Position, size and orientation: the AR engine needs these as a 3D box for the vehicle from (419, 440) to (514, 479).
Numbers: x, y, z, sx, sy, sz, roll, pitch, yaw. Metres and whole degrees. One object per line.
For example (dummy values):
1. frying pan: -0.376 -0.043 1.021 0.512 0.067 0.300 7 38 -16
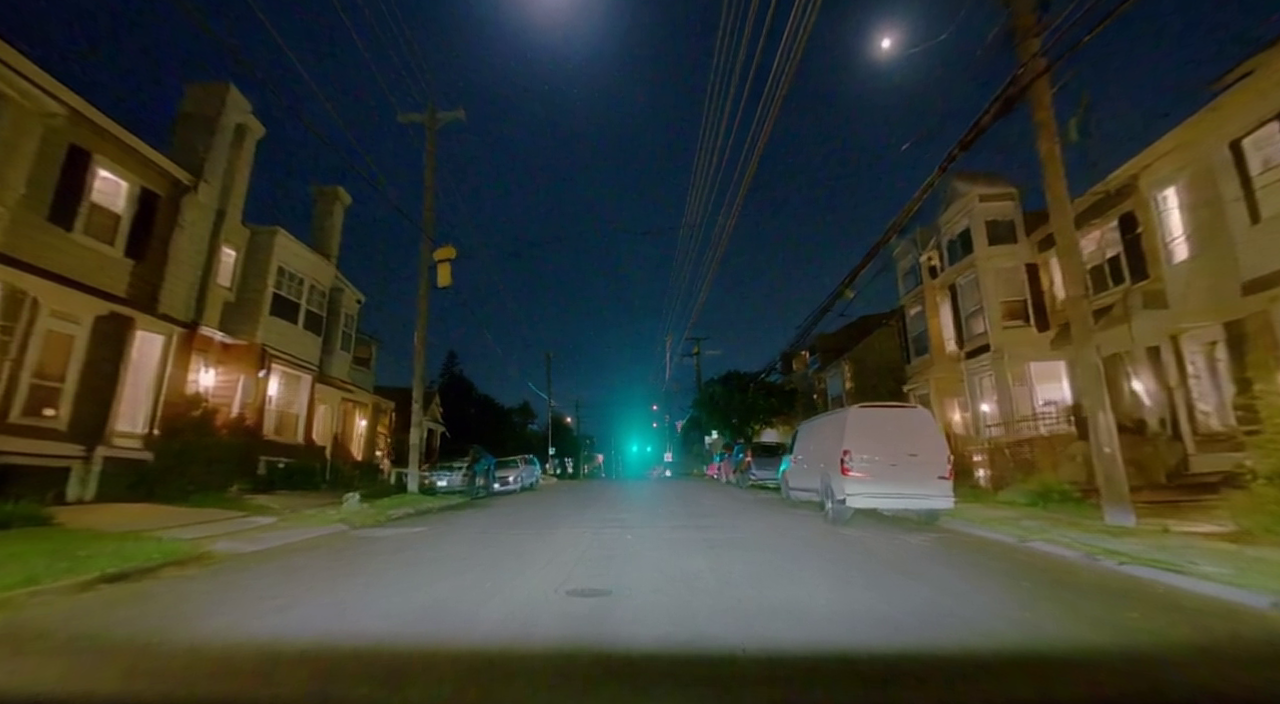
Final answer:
1. vehicle: -7.725 4.802 28.363 3.684 1.628 1.792 0 -8 3

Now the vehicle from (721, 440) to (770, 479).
1. vehicle: 5.192 5.344 31.580 1.961 1.777 4.189 0 -9 3

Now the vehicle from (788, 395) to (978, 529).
1. vehicle: 4.562 2.159 12.775 2.343 2.229 4.199 0 -9 4
